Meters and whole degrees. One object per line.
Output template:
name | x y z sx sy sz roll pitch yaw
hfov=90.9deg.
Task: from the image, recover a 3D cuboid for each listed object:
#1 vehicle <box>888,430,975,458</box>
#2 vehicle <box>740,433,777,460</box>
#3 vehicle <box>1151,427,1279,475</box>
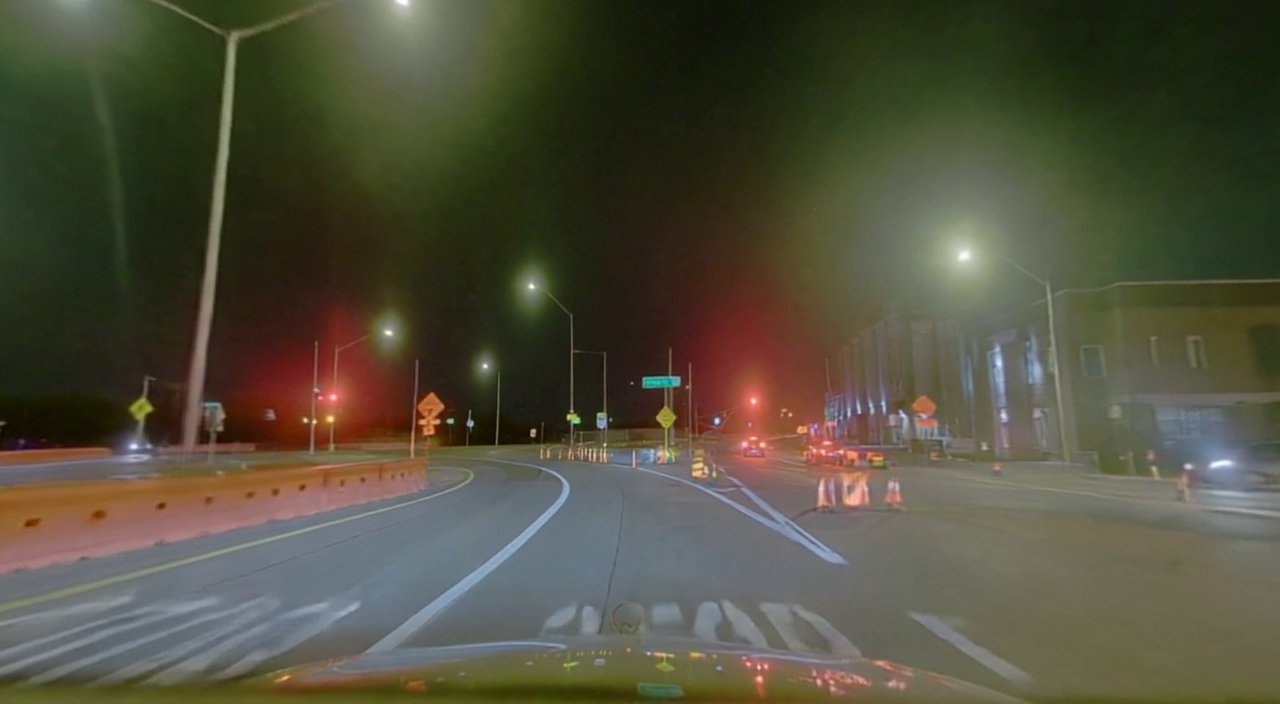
vehicle | 18.811 5.986 40.867 4.615 1.738 1.990 -1 -9 5
vehicle | 8.301 6.708 44.610 2.150 1.779 4.423 -1 -9 6
vehicle | 23.773 3.978 25.401 4.703 1.808 1.987 1 -9 -4
